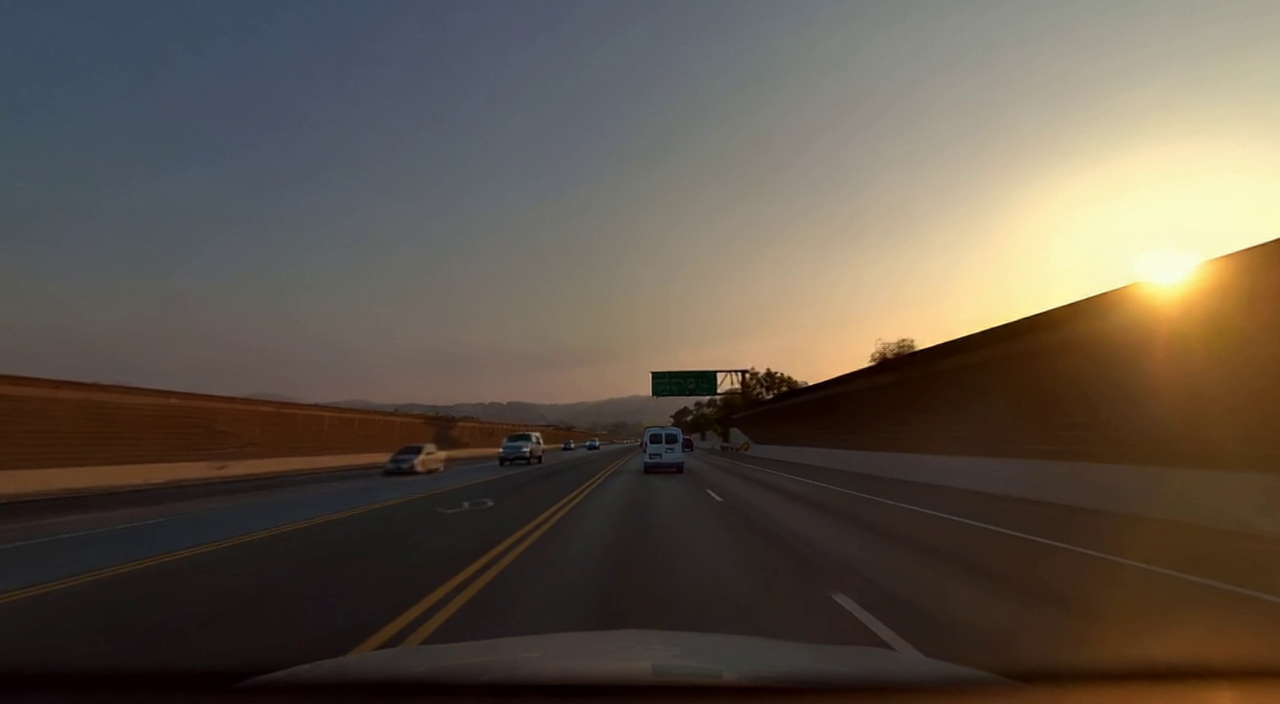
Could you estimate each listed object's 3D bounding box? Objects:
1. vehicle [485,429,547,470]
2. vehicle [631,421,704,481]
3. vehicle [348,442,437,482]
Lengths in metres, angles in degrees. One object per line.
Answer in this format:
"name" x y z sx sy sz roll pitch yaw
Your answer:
"vehicle" -7.254 5.760 37.394 2.546 2.262 5.135 0 -8 1
"vehicle" 0.971 3.684 23.594 2.469 2.027 4.554 0 -8 1
"vehicle" -10.880 4.838 28.028 2.041 1.606 4.507 0 -8 1
